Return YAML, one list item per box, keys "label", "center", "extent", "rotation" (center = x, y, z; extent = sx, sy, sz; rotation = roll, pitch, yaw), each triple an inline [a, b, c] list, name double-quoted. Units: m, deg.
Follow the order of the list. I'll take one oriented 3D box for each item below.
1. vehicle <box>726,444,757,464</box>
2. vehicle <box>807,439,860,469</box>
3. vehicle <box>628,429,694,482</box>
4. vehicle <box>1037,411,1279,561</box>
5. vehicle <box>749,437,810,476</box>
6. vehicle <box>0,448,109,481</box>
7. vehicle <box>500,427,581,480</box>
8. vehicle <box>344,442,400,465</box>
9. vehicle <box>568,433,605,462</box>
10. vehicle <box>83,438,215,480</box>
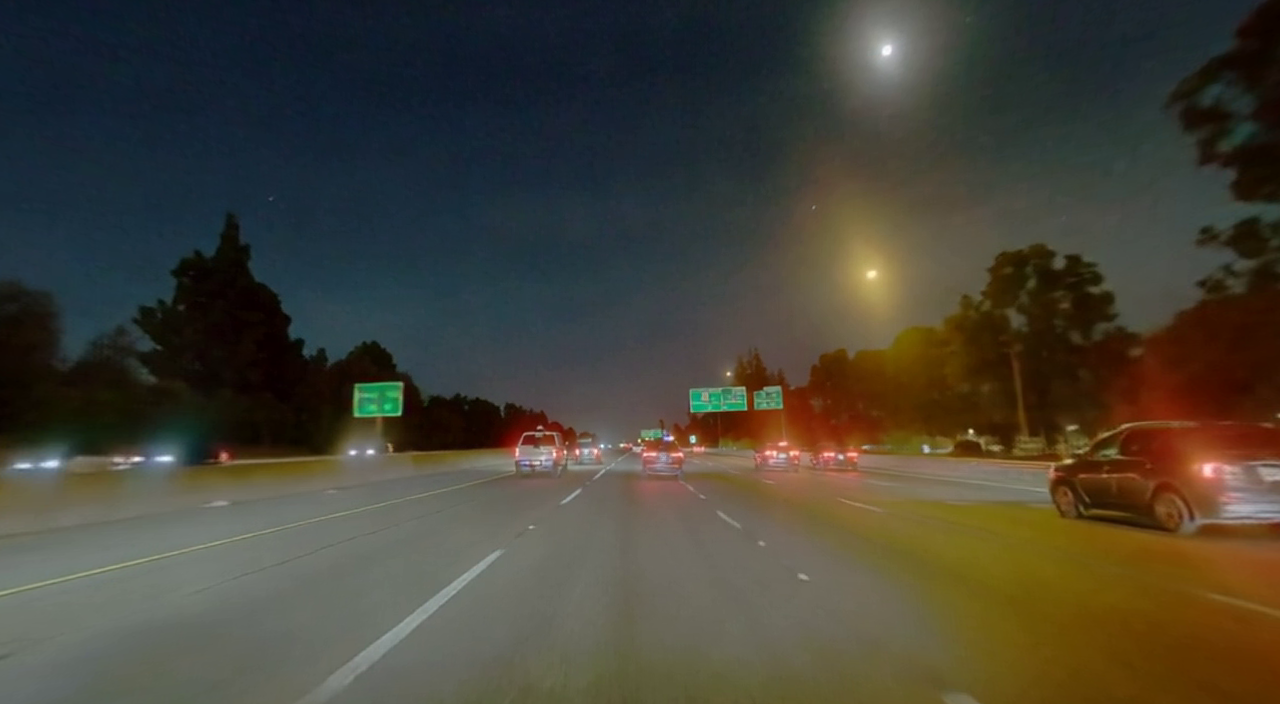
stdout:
- label: "vehicle"
  center: [7.923, 8.001, 49.451]
  extent: [1.815, 1.479, 3.892]
  rotation: [0, -9, 0]
- label: "vehicle"
  center: [12.189, 6.431, 39.946]
  extent: [2.010, 1.765, 4.375]
  rotation: [0, -9, 0]
- label: "vehicle"
  center: [0.759, 3.773, 23.090]
  extent: [2.181, 1.728, 3.970]
  rotation: [0, -9, 2]
- label: "vehicle"
  center: [7.712, 1.711, 8.603]
  extent: [1.989, 1.569, 3.964]
  rotation: [0, -9, 0]
- label: "vehicle"
  center: [6.584, 4.983, 30.176]
  extent: [2.022, 1.682, 4.226]
  rotation: [0, -9, 2]
- label: "vehicle"
  center: [-29.436, 5.575, 31.467]
  extent: [1.844, 1.492, 4.509]
  rotation: [0, -9, 0]
- label: "vehicle"
  center: [-3.656, 3.871, 24.128]
  extent: [2.199, 1.777, 4.790]
  rotation: [0, -9, 2]
- label: "vehicle"
  center: [-20.893, 7.922, 49.323]
  extent: [2.104, 1.702, 4.818]
  rotation: [0, -9, 2]
- label: "vehicle"
  center: [-4.077, 7.473, 49.163]
  extent: [2.317, 2.049, 5.746]
  rotation: [0, -9, 1]
- label: "vehicle"
  center: [-21.345, 4.658, 27.681]
  extent: [1.998, 1.691, 4.552]
  rotation: [0, -9, 2]
